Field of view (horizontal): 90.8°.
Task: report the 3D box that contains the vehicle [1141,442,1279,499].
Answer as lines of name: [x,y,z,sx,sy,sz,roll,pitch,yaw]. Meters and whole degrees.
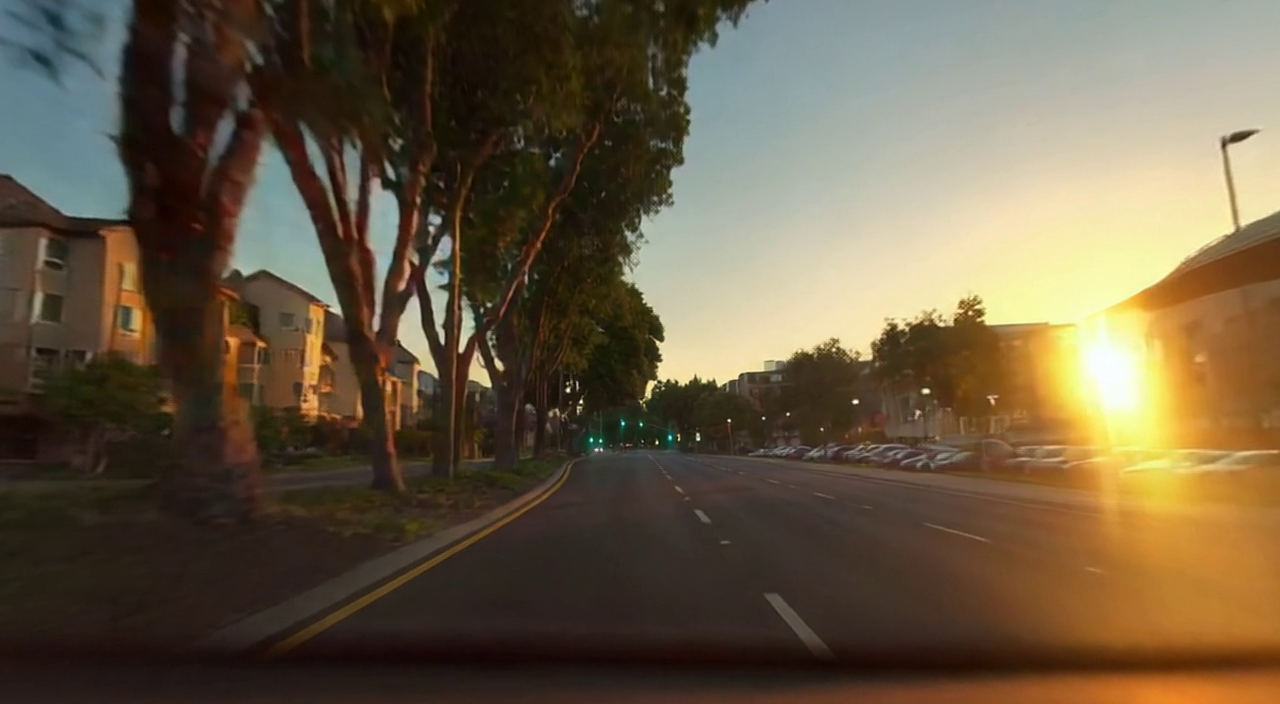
vehicle: [17.159,3.368,18.329,4.112,1.474,2.112,3,-9,-20]

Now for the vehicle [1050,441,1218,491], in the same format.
vehicle: [16.410,3.748,21.064,4.304,1.511,2.143,2,-9,-16]
